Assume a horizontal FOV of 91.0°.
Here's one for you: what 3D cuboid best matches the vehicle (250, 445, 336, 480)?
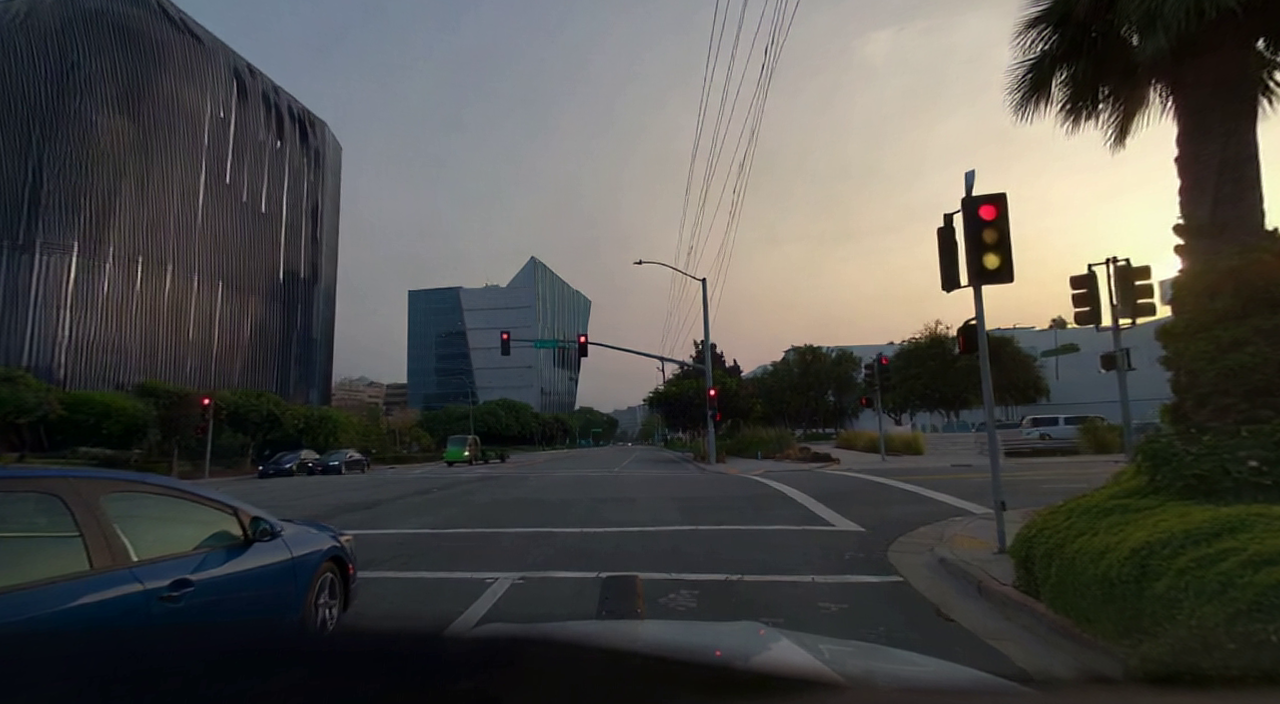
[{"bbox_3d":[-19.097,6.068,34.918,2.017,1.739,4.569,0,-9,1],"label":"vehicle"}]

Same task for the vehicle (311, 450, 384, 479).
[{"bbox_3d":[-15.360,5.915,33.290,1.875,1.389,3.784,0,-9,3],"label":"vehicle"}]
